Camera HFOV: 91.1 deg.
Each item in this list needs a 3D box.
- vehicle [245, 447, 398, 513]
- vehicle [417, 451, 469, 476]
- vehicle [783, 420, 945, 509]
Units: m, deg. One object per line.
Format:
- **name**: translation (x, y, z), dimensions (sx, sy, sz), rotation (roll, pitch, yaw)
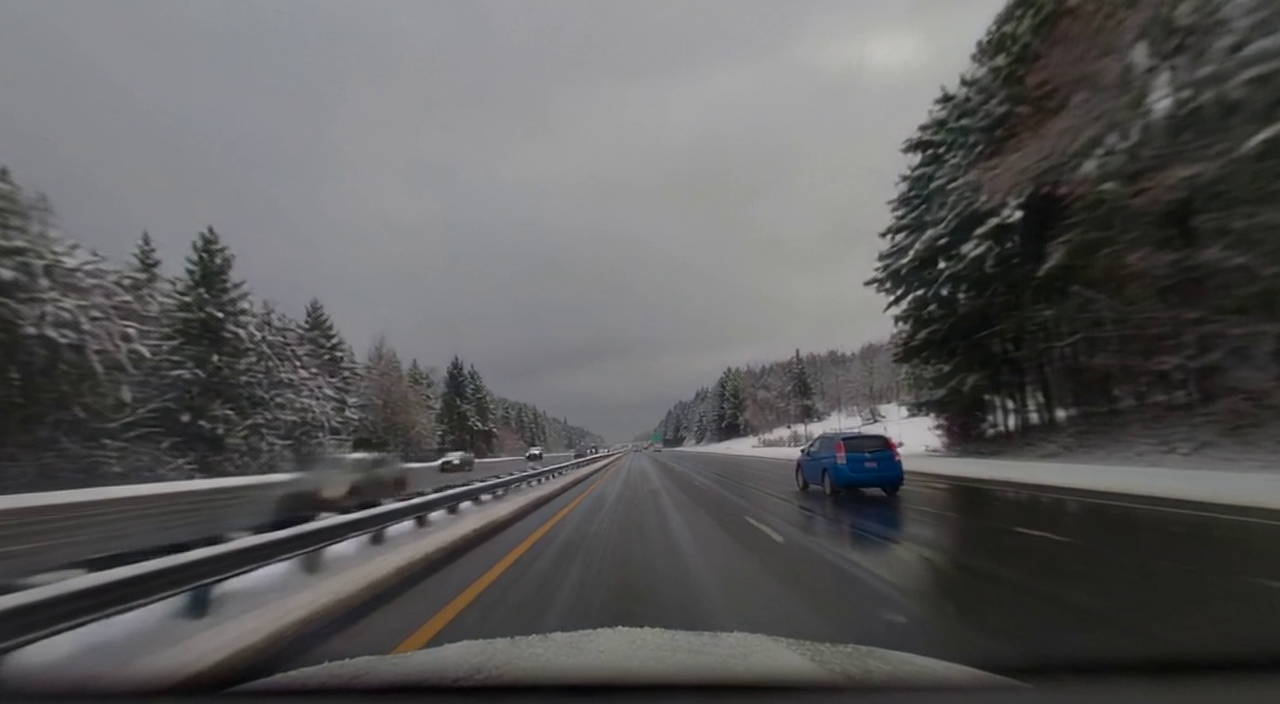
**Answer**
- **vehicle**: translation (-8.607, 3.453, 17.530), dimensions (1.912, 1.549, 4.435), rotation (0, -9, 0)
- **vehicle**: translation (-12.953, 7.333, 41.617), dimensions (1.944, 1.474, 4.503), rotation (0, -9, 0)
- **vehicle**: translation (5.110, 2.656, 15.181), dimensions (2.117, 1.783, 4.627), rotation (0, -9, -1)
